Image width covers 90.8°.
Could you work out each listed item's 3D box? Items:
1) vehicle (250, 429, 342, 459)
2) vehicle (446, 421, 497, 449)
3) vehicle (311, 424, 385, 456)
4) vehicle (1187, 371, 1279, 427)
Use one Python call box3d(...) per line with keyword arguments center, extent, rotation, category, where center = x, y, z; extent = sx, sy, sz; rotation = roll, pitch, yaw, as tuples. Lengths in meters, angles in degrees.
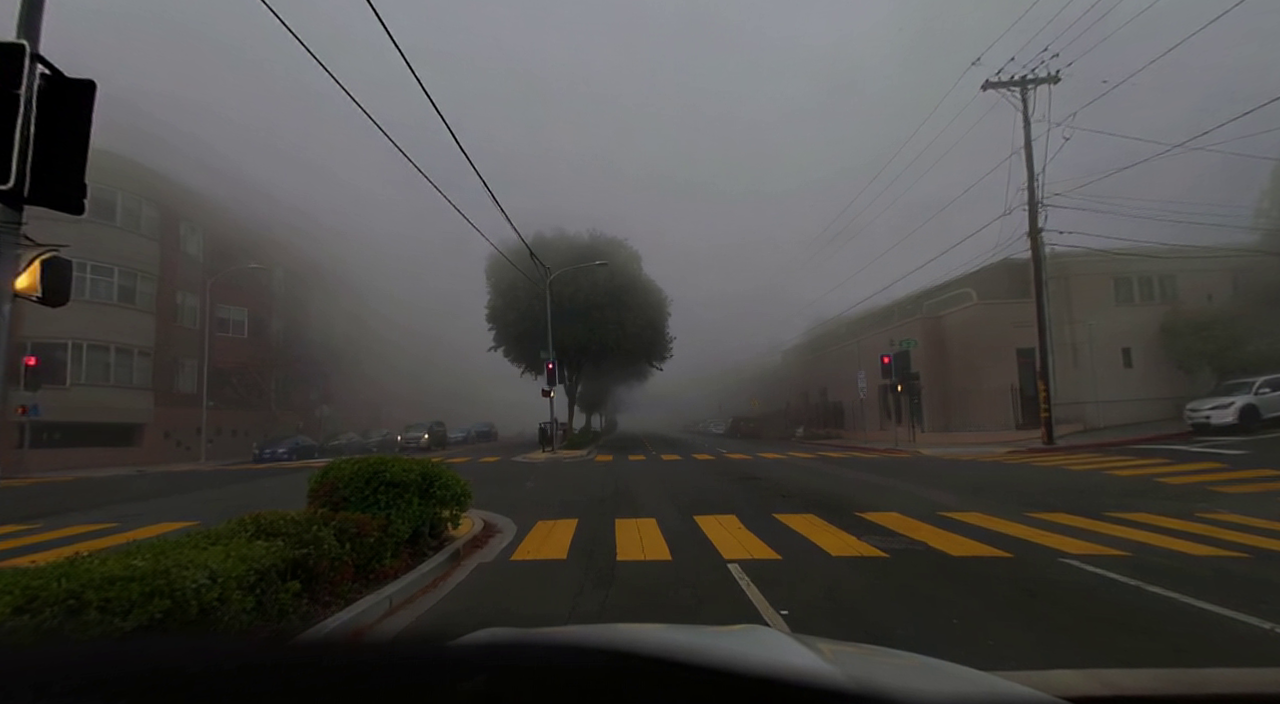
box3d(center=(-18.059, 4.897, 33.530), extent=(1.939, 1.430, 5.533), rotation=(0, -8, -2), category="vehicle")
box3d(center=(-11.678, 5.831, 44.080), extent=(2.118, 1.809, 4.591), rotation=(0, -8, 2), category="vehicle")
box3d(center=(-18.261, 5.588, 39.863), extent=(2.225, 1.871, 5.189), rotation=(0, -8, 0), category="vehicle")
box3d(center=(22.364, 1.572, 22.243), extent=(4.531, 1.753, 1.964), rotation=(-2, -2, -5), category="vehicle")
